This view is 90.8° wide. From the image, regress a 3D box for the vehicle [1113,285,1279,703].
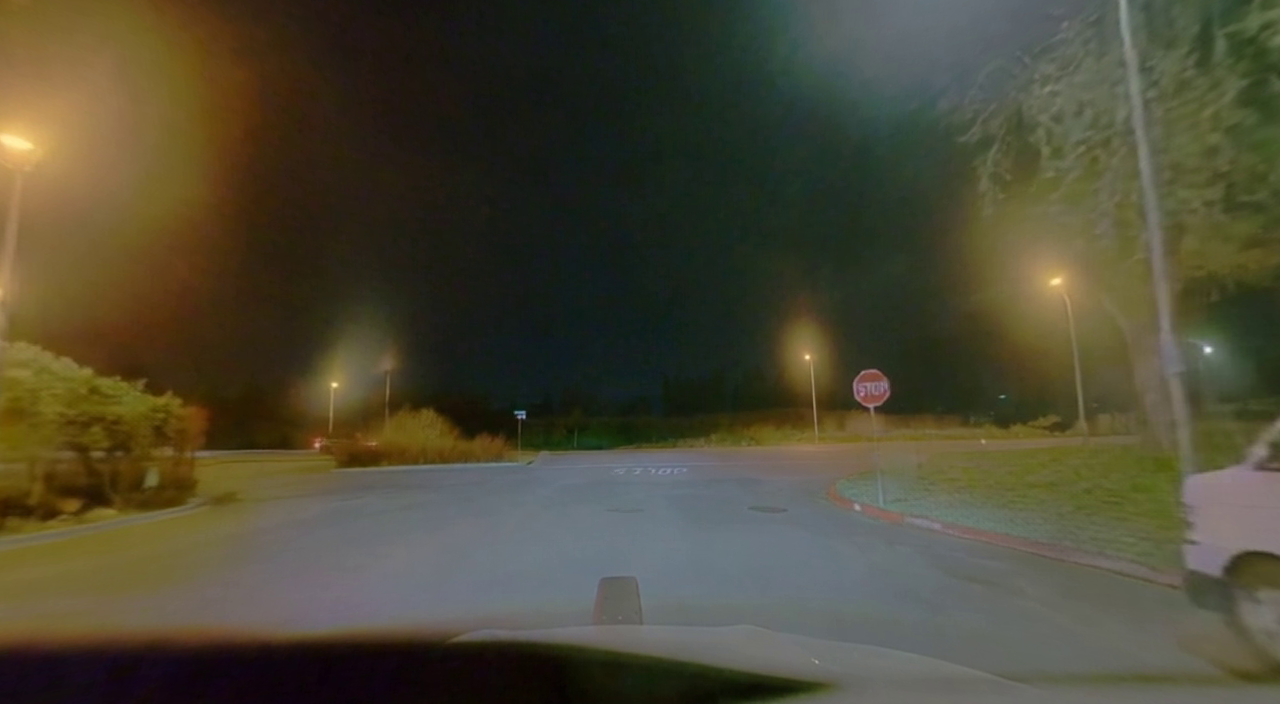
[{"bbox_3d":[4.905,0.490,1.413,2.659,2.245,5.991,1,-8,-5],"label":"vehicle"}]
